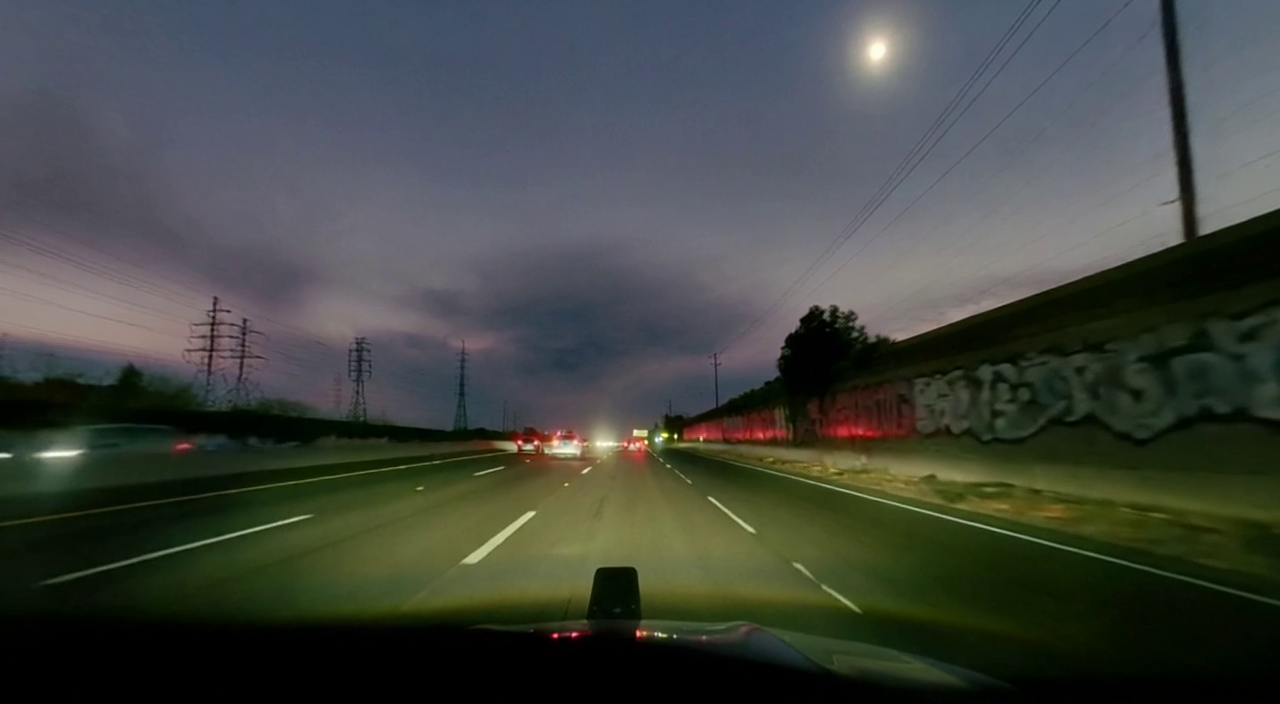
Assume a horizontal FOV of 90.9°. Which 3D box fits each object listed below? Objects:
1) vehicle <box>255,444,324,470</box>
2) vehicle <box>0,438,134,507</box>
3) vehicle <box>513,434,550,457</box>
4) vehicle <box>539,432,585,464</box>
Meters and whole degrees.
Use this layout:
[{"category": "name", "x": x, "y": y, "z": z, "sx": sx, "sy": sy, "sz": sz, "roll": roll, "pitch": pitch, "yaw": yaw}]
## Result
[{"category": "vehicle", "x": -21.161, "y": 6.322, "z": 38.256, "sx": 1.787, "sy": 1.436, "sz": 4.133, "roll": 0, "pitch": -8, "yaw": 0}, {"category": "vehicle", "x": -15.624, "y": 2.994, "z": 16.137, "sx": 1.929, "sy": 1.531, "sz": 4.100, "roll": 0, "pitch": -8, "yaw": -1}, {"category": "vehicle", "x": -8.157, "y": 7.059, "z": 47.590, "sx": 2.033, "sy": 1.615, "sz": 4.168, "roll": 0, "pitch": -8, "yaw": 0}, {"category": "vehicle", "x": -4.301, "y": 5.343, "z": 35.274, "sx": 2.118, "sy": 1.640, "sz": 4.031, "roll": 0, "pitch": -8, "yaw": 0}]
